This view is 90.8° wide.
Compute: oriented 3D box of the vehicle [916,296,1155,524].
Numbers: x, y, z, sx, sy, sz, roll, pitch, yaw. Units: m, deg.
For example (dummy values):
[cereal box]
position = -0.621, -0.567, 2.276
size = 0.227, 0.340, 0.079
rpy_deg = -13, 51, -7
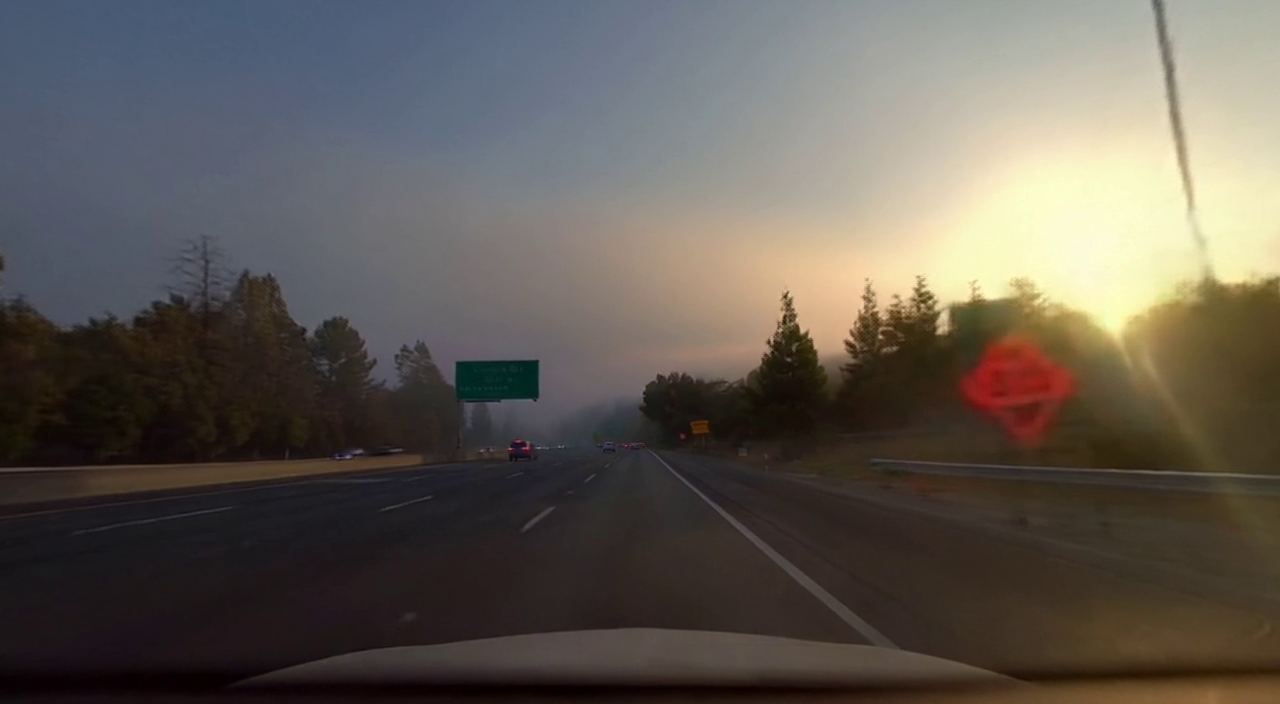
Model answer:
[vehicle]
position = 6.738, 1.057, 11.223
size = 2.397, 3.584, 2.509
rpy_deg = 0, -8, 2
